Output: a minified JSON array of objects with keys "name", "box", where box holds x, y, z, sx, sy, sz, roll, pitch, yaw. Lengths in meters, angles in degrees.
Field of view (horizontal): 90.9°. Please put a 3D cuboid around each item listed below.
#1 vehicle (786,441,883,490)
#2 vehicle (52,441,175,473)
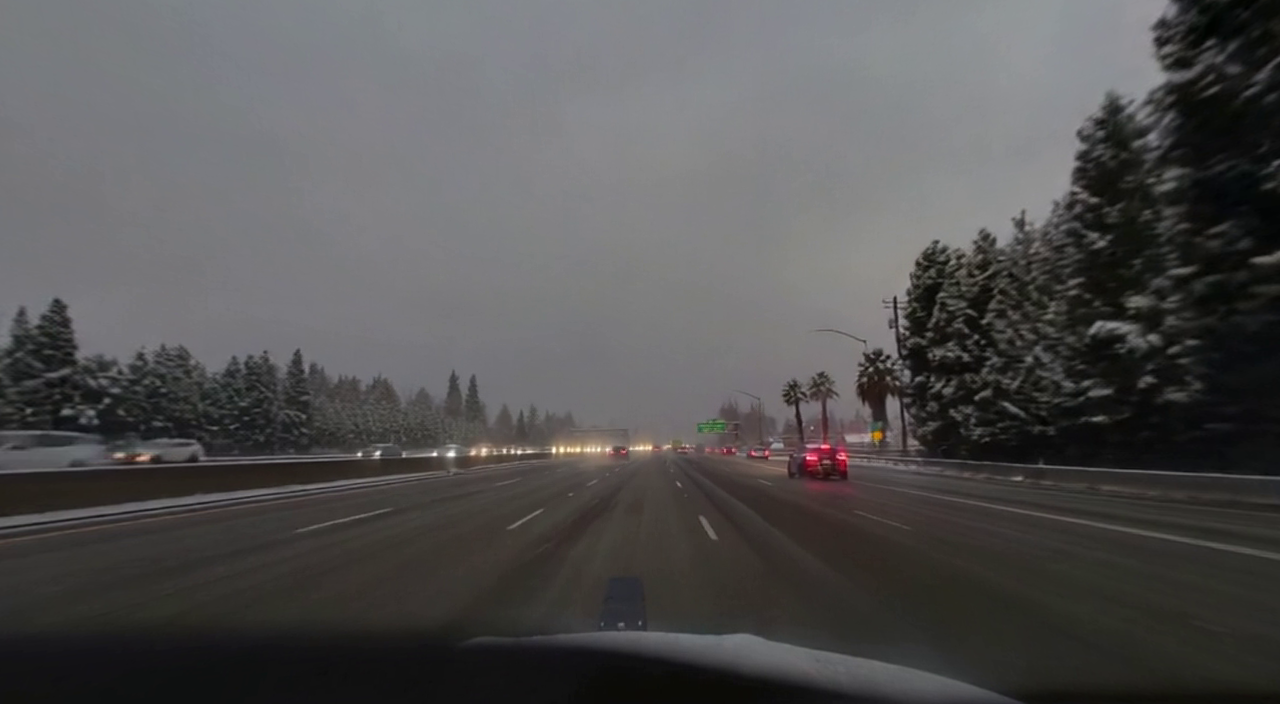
[{"name":"vehicle","box":[6.861,4.039,22.872,2.071,1.543,4.702,0,-8,1]},{"name":"vehicle","box":[-25.456,5.068,30.748,1.804,1.447,4.646,-1,-8,3]}]
